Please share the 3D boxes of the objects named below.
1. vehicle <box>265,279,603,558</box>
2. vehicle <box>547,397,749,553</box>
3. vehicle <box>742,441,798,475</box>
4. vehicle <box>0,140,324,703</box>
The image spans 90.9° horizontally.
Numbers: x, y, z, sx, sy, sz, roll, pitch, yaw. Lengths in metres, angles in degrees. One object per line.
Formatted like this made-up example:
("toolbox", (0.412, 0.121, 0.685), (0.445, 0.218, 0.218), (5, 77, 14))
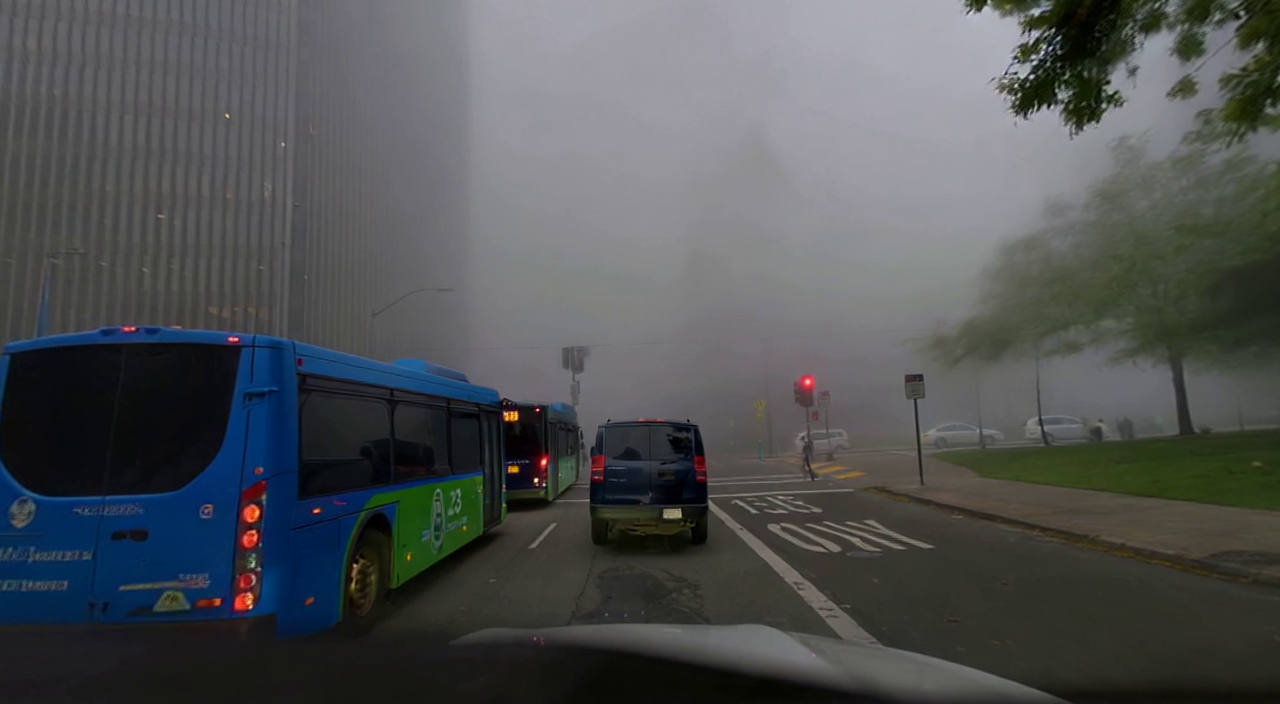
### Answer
("vehicle", (-2.903, 1.792, 14.576), (3.042, 3.445, 13.615), (0, -9, 1))
("vehicle", (0.121, 1.856, 10.057), (2.500, 1.912, 4.270), (0, -9, 1))
("vehicle", (6.183, 5.094, 30.453), (1.919, 1.529, 4.059), (0, -9, 1))
("vehicle", (-2.763, 0.328, 0.229), (2.329, 2.089, 5.659), (0, -9, 0))
